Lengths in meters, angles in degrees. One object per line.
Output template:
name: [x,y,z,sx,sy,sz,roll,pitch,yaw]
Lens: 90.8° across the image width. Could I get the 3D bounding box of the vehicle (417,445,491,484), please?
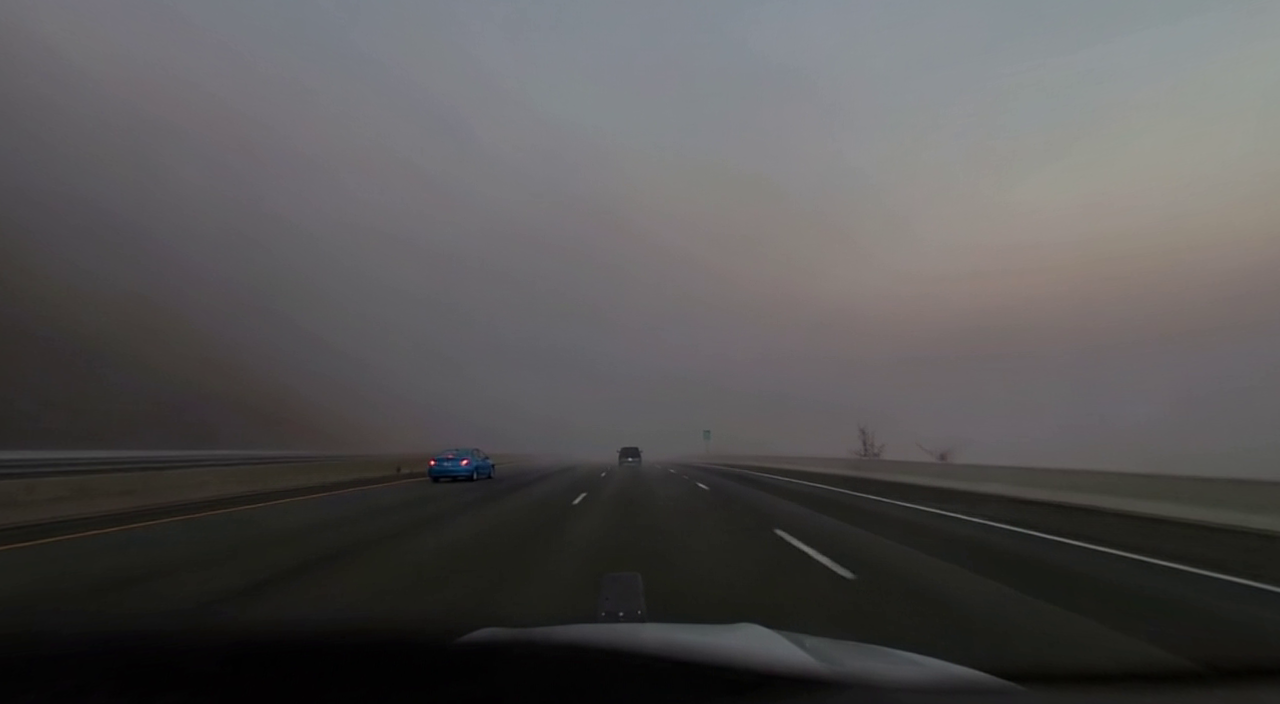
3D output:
vehicle: [-7.641,4.635,26.355,1.915,1.479,3.843,0,-9,0]
